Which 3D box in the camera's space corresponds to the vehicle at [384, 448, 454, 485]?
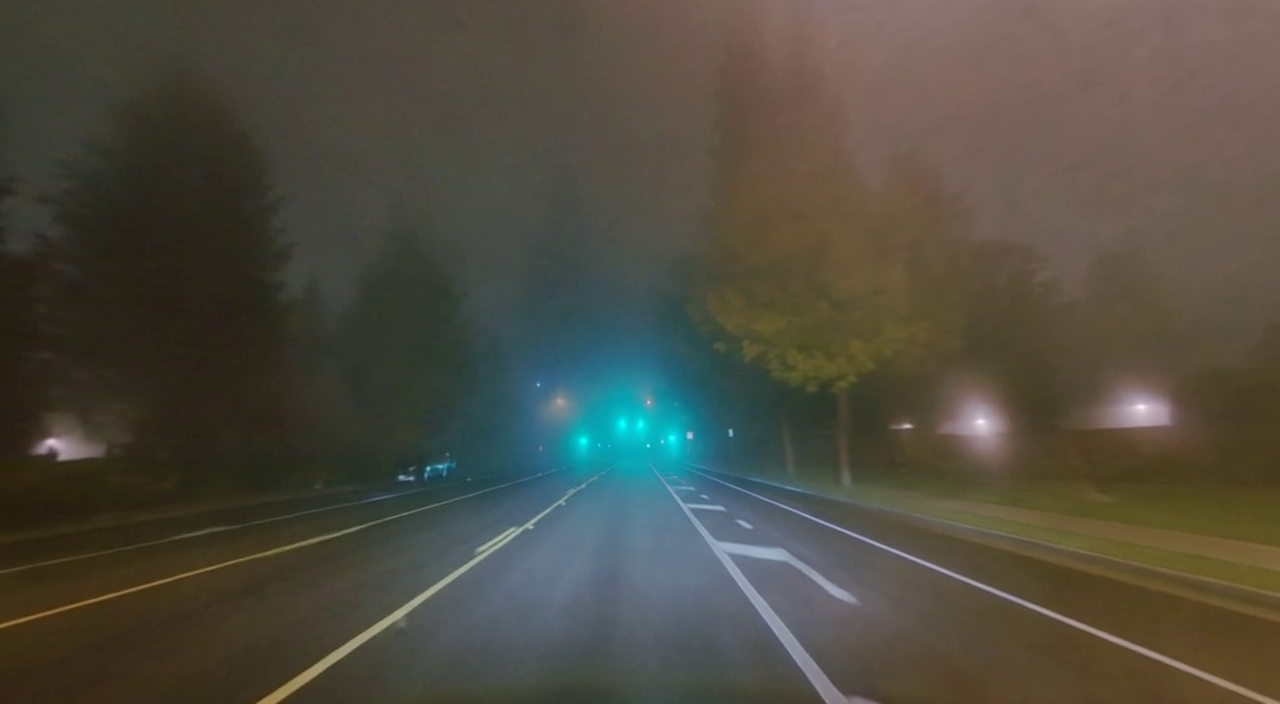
[{"bbox_3d":[-11.754,6.110,33.986,2.047,1.710,4.473,-3,-9,2],"label":"vehicle"}]
